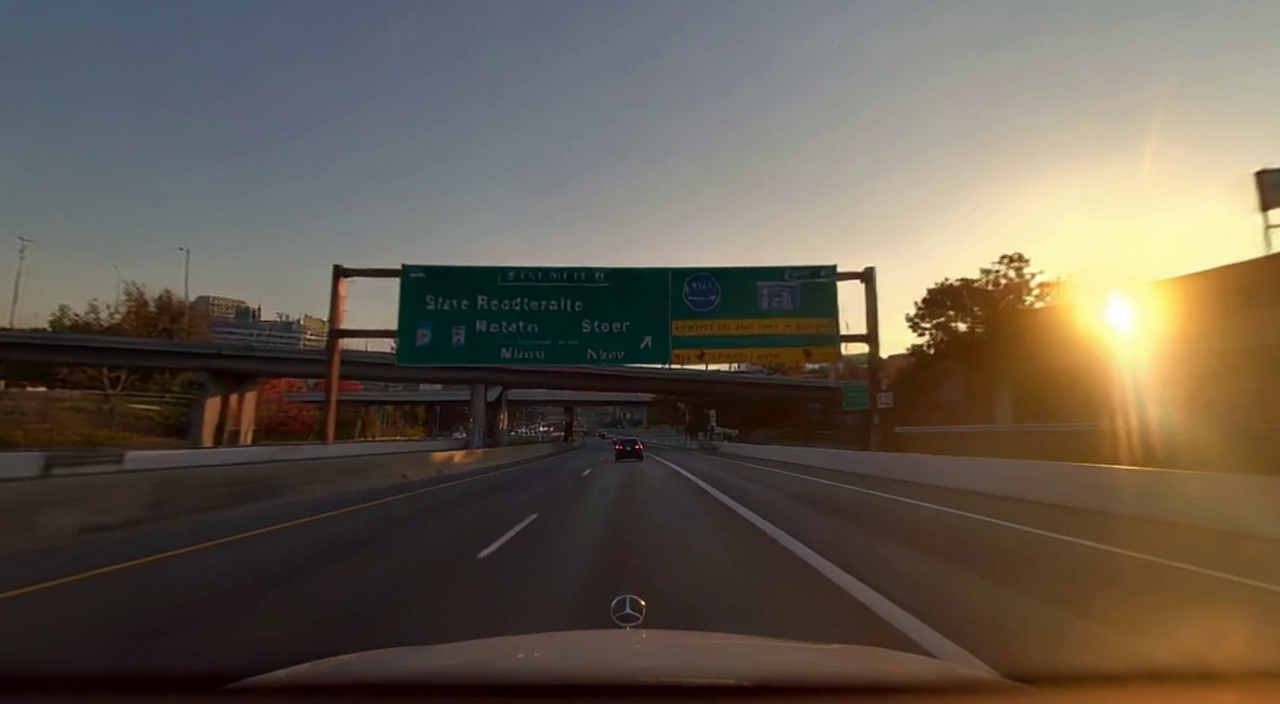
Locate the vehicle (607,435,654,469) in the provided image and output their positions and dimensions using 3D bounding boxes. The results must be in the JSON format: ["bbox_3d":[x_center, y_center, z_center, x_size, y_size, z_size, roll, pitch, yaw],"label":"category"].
[{"bbox_3d":[-0.429,4.846,30.524,2.130,1.512,4.057,0,-8,0],"label":"vehicle"}]
